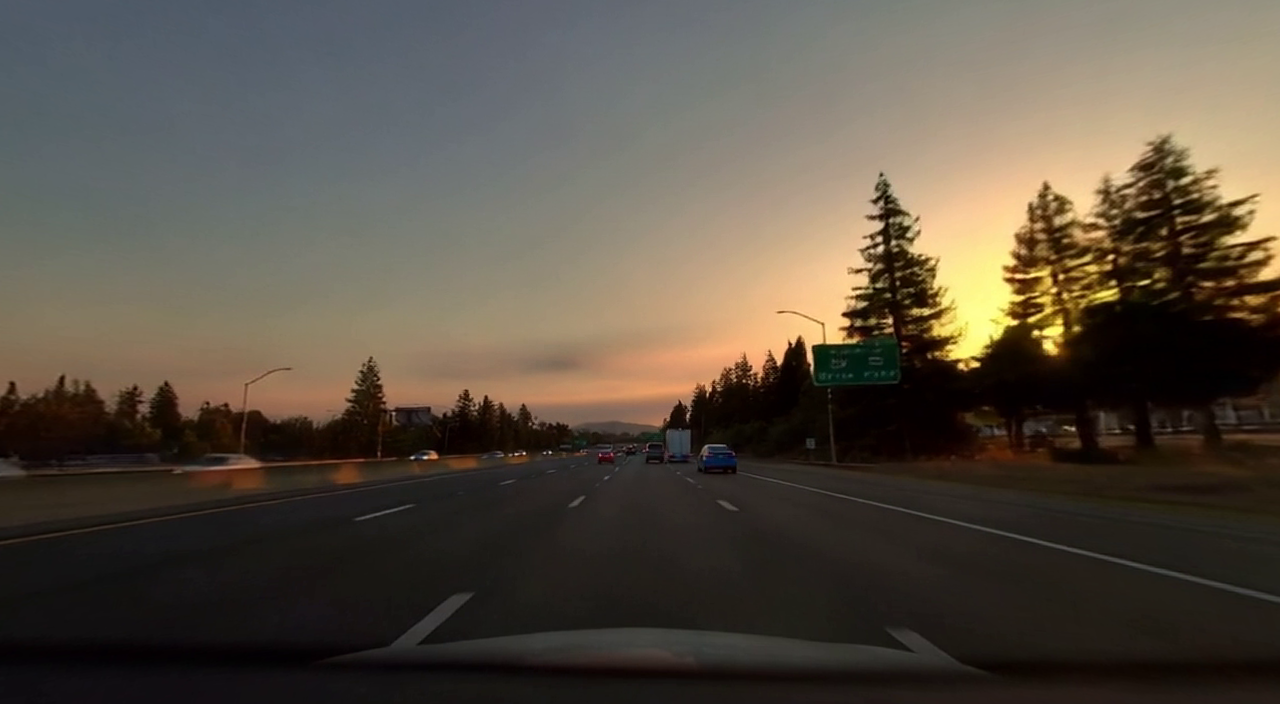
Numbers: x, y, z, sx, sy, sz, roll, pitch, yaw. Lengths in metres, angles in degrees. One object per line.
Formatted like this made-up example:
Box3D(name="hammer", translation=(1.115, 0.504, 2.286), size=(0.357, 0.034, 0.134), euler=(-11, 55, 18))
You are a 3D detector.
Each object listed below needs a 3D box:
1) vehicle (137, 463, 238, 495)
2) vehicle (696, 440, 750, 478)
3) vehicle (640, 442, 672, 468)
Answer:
Box3D(name="vehicle", translation=(-25.061, 7.014, 35.118), size=(1.917, 1.540, 4.863), euler=(0, -9, 1))
Box3D(name="vehicle", translation=(4.005, 5.284, 31.224), size=(2.082, 1.720, 4.393), euler=(0, -9, 0))
Box3D(name="vehicle", translation=(1.133, 7.727, 47.414), size=(2.205, 1.785, 4.423), euler=(0, -9, -1))
